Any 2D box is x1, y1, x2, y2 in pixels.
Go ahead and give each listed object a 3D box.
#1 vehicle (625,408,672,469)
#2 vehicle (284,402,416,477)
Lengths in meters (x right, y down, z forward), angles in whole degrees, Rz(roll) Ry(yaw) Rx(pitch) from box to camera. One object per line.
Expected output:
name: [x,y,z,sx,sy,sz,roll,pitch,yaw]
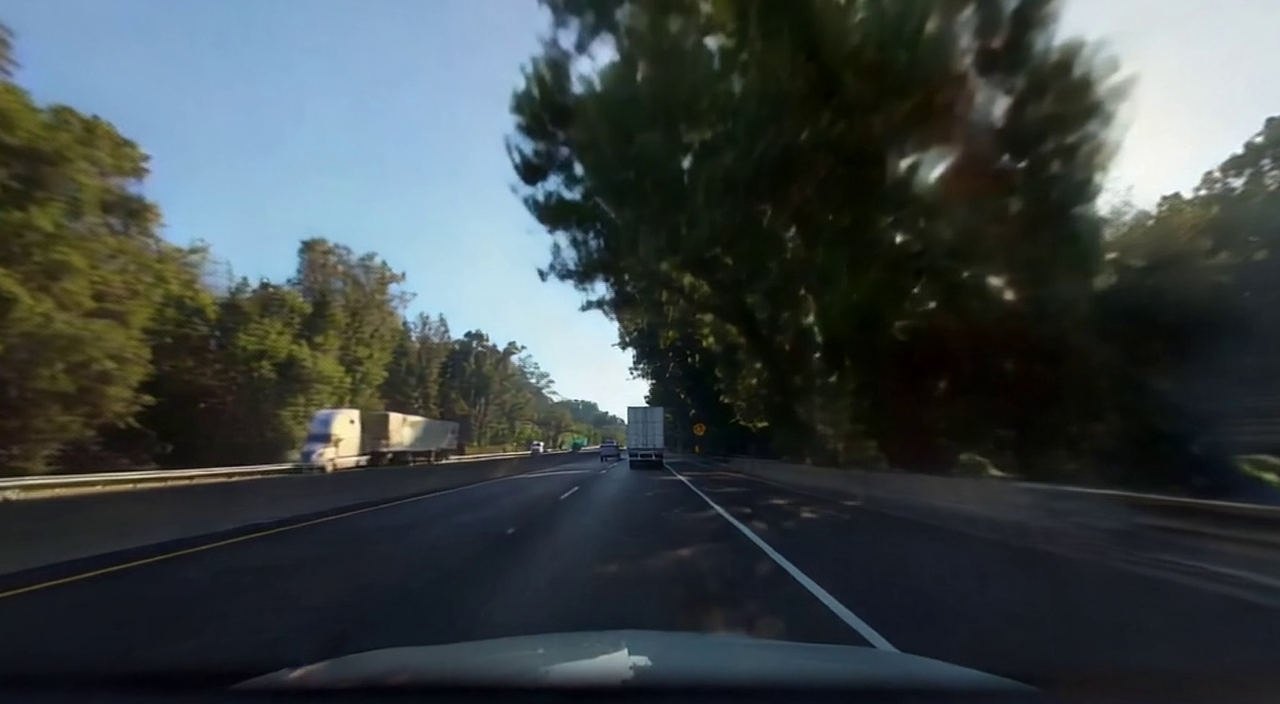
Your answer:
vehicle: [0.505,6.472,46.569,3.024,3.965,10.399,0,-9,-1]
vehicle: [-16.662,5.256,37.343,2.927,3.858,10.028,0,-9,0]
